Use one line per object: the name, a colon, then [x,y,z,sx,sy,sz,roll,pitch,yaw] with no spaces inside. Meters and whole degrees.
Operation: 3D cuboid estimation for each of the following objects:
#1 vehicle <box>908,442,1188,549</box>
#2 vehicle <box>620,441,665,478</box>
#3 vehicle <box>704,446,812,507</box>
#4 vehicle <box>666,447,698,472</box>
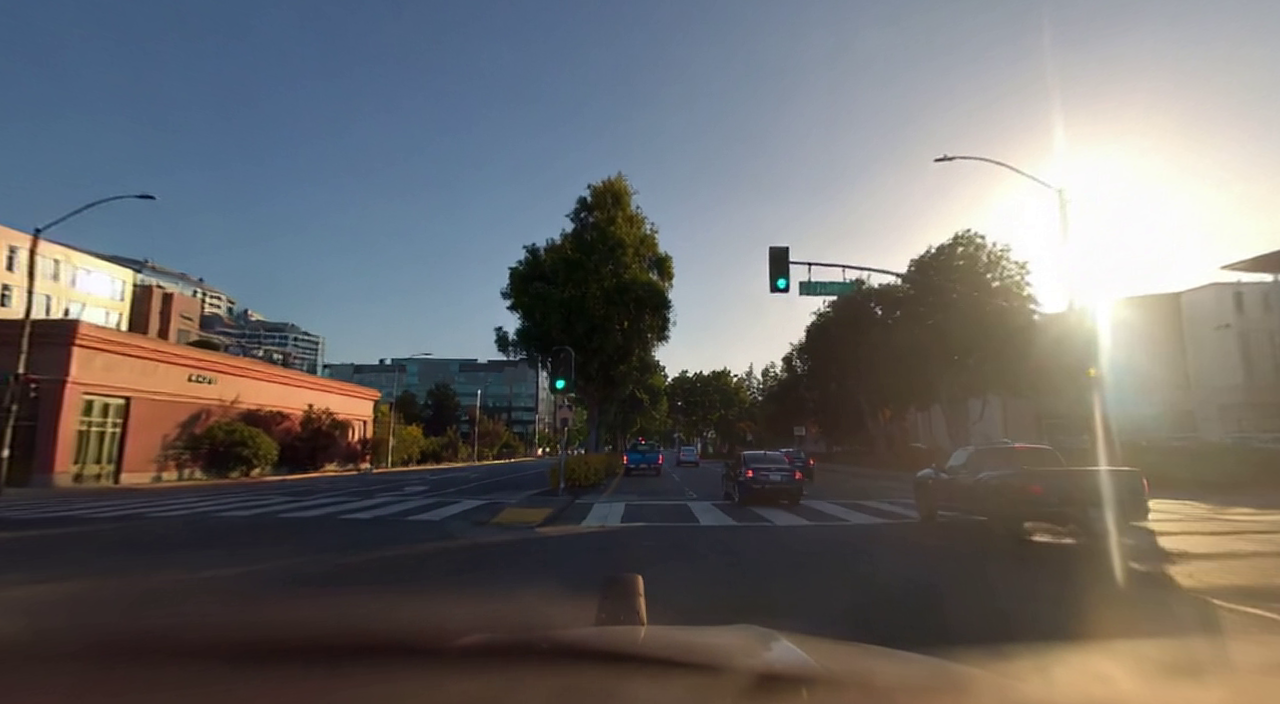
vehicle: [6.684,2.349,11.163,1.855,1.469,4.598,0,-8,0]
vehicle: [0.113,5.903,34.945,2.344,1.883,4.572,0,-8,0]
vehicle: [3.123,3.377,17.669,2.057,1.463,4.365,0,-8,-2]
vehicle: [3.117,8.097,47.931,2.013,1.742,4.424,0,-8,-2]
